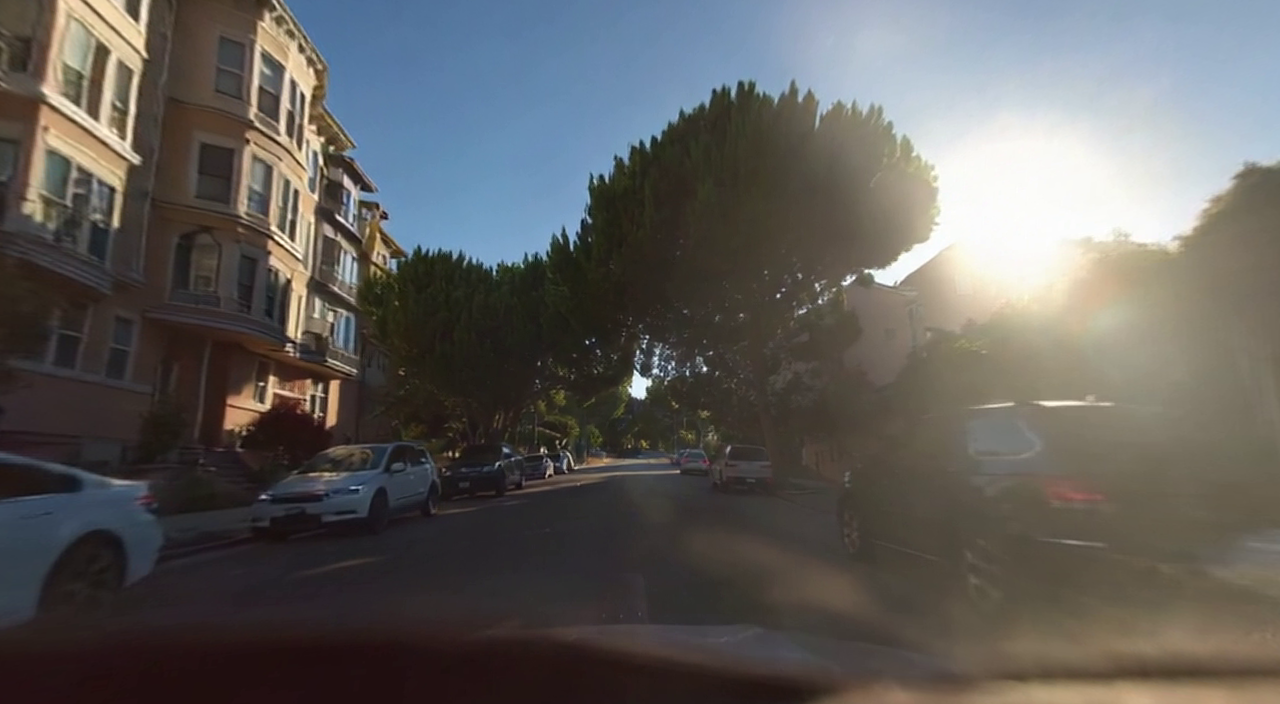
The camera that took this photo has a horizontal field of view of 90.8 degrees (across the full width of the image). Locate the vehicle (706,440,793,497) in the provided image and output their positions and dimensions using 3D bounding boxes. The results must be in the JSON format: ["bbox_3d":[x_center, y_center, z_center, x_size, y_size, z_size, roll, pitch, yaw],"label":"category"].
[{"bbox_3d":[3.832,4.179,23.133,2.137,1.848,4.953,0,-8,-2],"label":"vehicle"}]

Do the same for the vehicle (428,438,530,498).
[{"bbox_3d":[-5.877,4.296,23.922,2.499,2.008,5.293,0,-8,0],"label":"vehicle"}]

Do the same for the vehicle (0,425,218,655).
[{"bbox_3d":[-5.617,1.309,4.039,2.256,1.590,5.488,-2,-8,-2],"label":"vehicle"}]

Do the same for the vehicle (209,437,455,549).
[{"bbox_3d":[-5.938,2.753,13.266,2.431,1.718,5.431,-3,-8,0],"label":"vehicle"}]

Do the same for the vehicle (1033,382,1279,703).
[{"bbox_3d":[3.593,0.808,1.593,1.988,1.652,5.017,0,-8,0],"label":"vehicle"}]

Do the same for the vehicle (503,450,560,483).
[{"bbox_3d":[-5.800,6.182,34.476,2.328,1.610,5.161,0,-8,-1],"label":"vehicle"}]
